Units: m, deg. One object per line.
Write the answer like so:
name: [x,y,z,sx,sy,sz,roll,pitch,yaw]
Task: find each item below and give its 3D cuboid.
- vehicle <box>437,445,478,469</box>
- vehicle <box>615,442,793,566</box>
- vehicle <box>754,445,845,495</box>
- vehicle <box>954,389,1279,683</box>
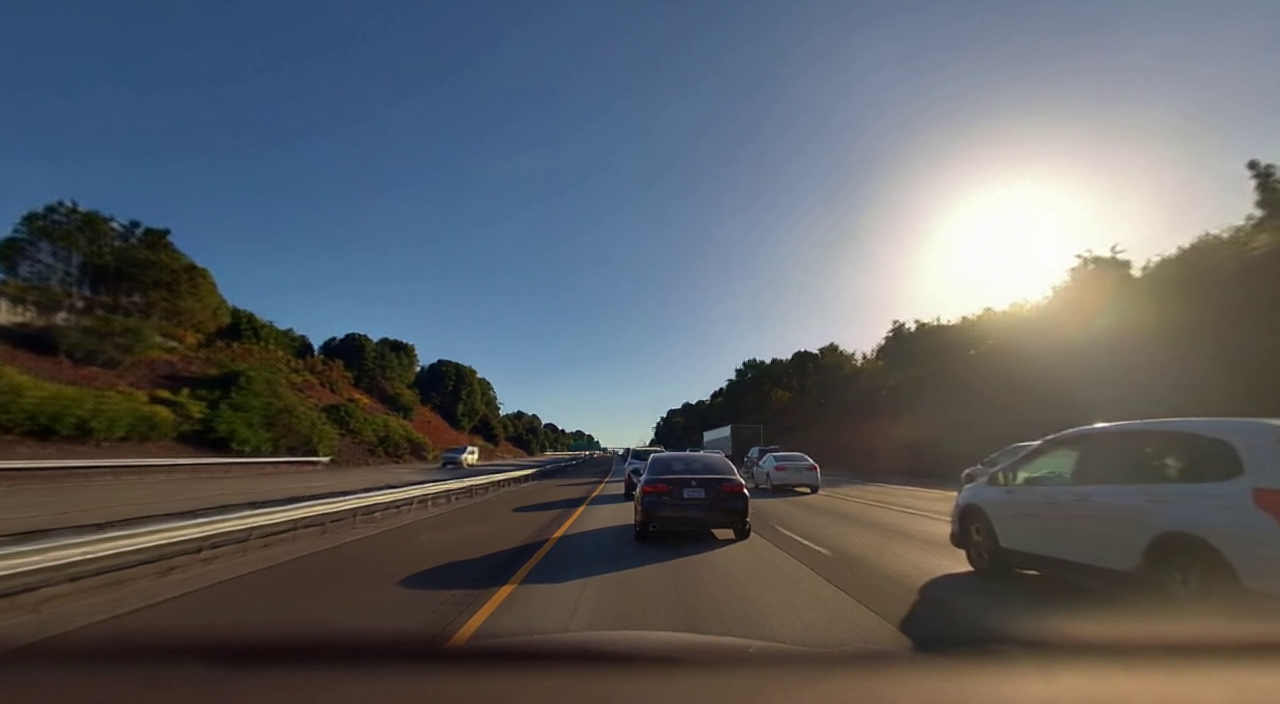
vehicle: [-12.504,7.204,43.295,1.744,1.527,3.666,0,-9,-1]
vehicle: [0.716,2.091,9.345,2.094,1.426,3.725,0,-9,-1]
vehicle: [5.260,3.960,21.411,1.908,1.500,4.157,0,-9,-1]
vehicle: [4.637,1.241,4.837,1.998,1.657,4.604,0,-9,-1]
